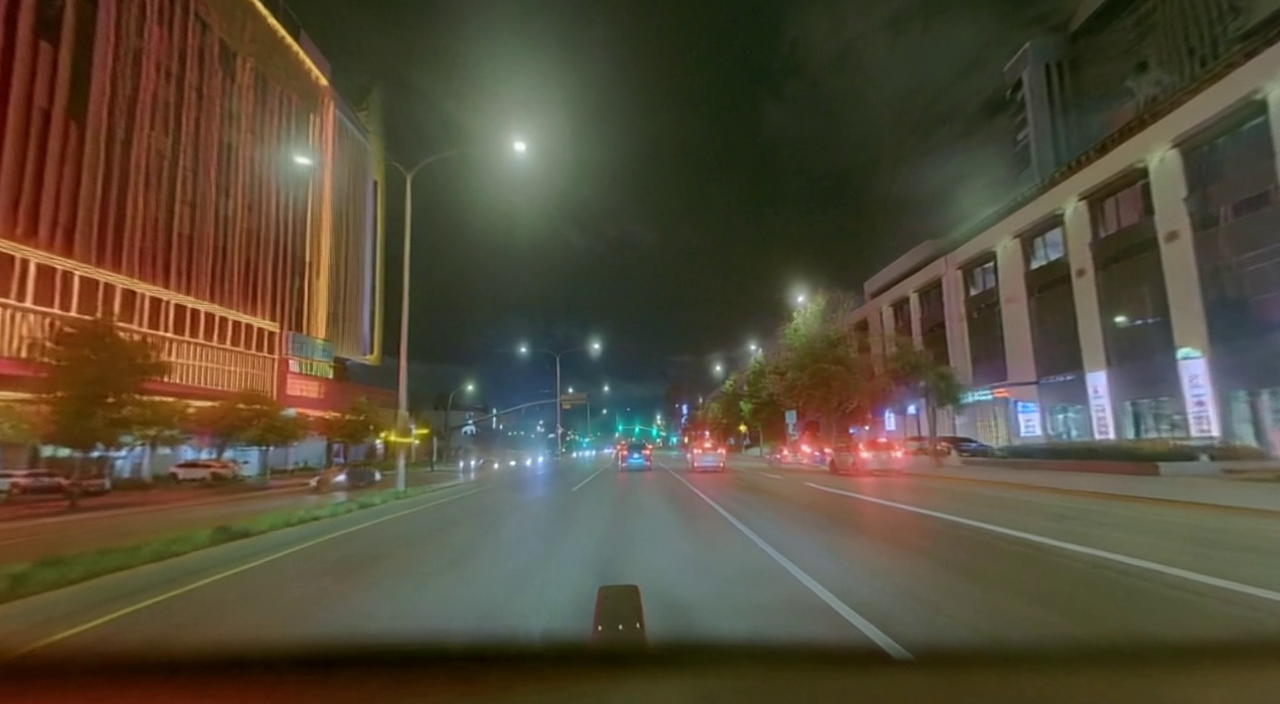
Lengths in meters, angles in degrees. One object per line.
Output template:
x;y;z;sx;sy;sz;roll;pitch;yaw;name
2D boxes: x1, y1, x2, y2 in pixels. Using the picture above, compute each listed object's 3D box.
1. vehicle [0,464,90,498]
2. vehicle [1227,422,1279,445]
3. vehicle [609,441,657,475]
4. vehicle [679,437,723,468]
-29.997;6.329;31.125;4.033;1.531;1.789;0;-9;-2;vehicle
44.230;5.726;44.222;1.791;1.569;4.544;0;-9;-1;vehicle
-0.354;5.010;30.130;2.110;1.476;4.294;0;-9;-1;vehicle
3.508;5.846;36.949;2.100;1.683;4.231;0;-9;-1;vehicle
